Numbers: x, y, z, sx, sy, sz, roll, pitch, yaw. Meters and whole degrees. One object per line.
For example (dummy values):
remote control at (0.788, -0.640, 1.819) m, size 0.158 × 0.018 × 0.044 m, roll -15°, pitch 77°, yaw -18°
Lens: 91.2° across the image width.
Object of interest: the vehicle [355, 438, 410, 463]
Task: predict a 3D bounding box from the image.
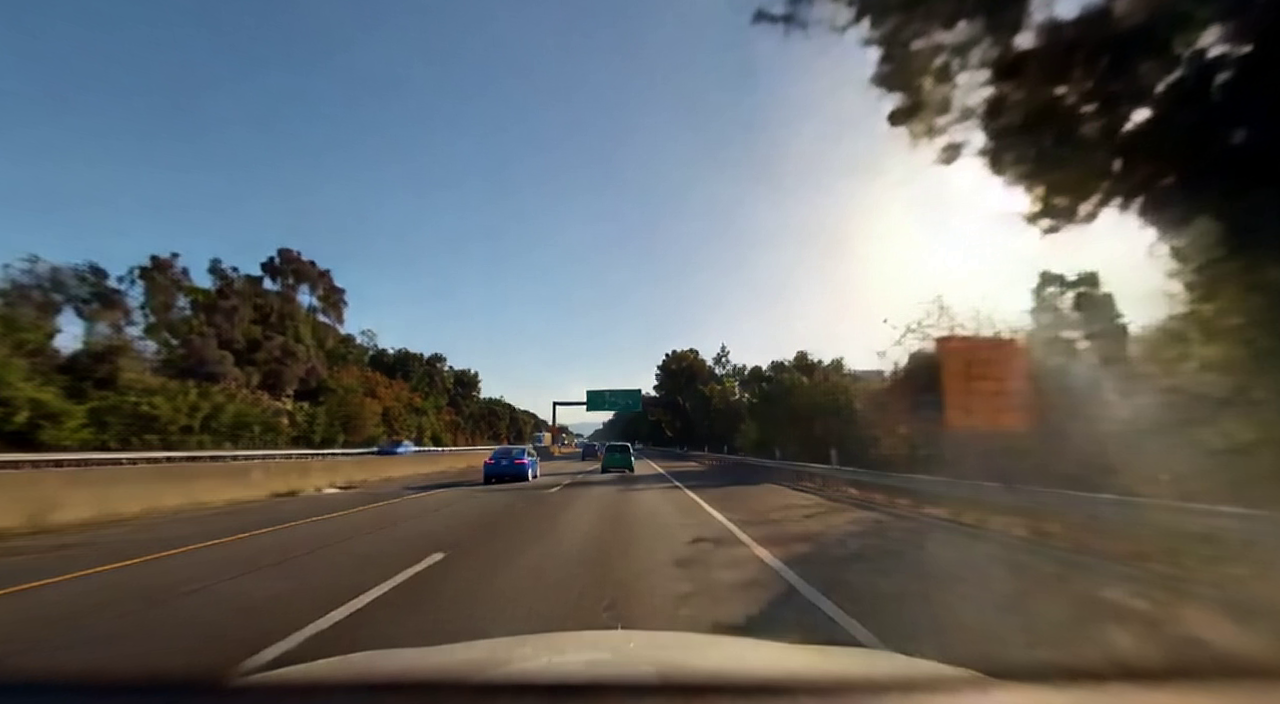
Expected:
vehicle at (-17.601, 6.752, 43.037) m, size 1.987 × 1.594 × 4.249 m, roll -1°, pitch -9°, yaw 0°

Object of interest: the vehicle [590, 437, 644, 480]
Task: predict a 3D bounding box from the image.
vehicle at (-0.973, 4.634, 27.581) m, size 2.220 × 1.711 × 4.056 m, roll 0°, pitch -9°, yaw -1°

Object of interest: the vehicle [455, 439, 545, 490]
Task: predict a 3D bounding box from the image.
vehicle at (-4.788, 3.926, 22.192) m, size 2.103 × 1.588 × 4.709 m, roll -1°, pitch -9°, yaw 0°
